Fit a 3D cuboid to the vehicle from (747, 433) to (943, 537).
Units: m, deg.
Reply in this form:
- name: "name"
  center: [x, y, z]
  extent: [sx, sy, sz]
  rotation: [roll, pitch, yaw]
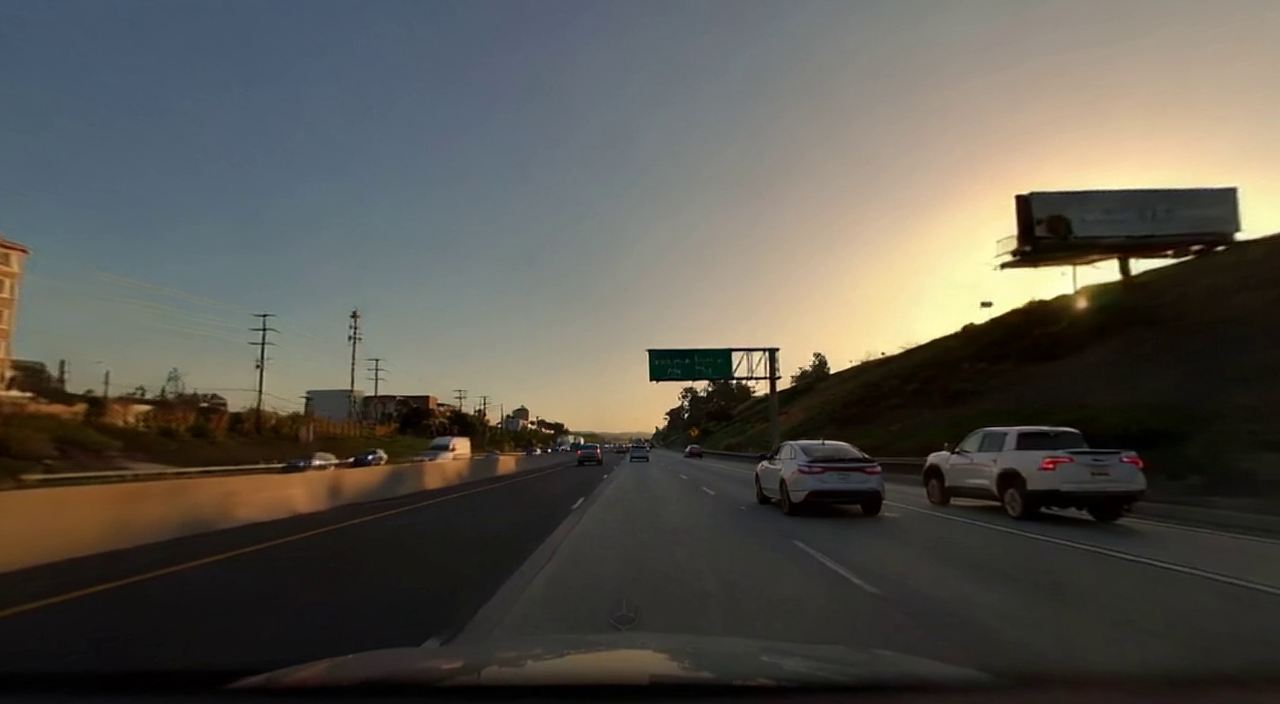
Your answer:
- name: "vehicle"
  center: [3.420, 2.307, 11.632]
  extent: [1.987, 1.509, 4.512]
  rotation: [0, -9, -1]

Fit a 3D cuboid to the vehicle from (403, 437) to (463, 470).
- name: "vehicle"
  center: [-14.699, 7.239, 45.280]
  extent: [2.438, 2.164, 5.666]
  rotation: [0, -9, 0]

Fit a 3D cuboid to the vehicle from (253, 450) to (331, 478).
- name: "vehicle"
  center: [-19.976, 6.452, 36.549]
  extent: [1.851, 1.470, 4.754]
  rotation: [0, -9, -1]

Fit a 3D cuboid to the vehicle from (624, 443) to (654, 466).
- name: "vehicle"
  center: [-0.142, 7.809, 48.235]
  extent: [2.191, 1.685, 4.015]
  rotation: [0, -9, -2]

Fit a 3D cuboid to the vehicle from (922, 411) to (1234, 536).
- name: "vehicle"
  center: [7.457, 2.132, 11.647]
  extent: [2.176, 1.793, 4.841]
  rotation: [0, -9, -1]
